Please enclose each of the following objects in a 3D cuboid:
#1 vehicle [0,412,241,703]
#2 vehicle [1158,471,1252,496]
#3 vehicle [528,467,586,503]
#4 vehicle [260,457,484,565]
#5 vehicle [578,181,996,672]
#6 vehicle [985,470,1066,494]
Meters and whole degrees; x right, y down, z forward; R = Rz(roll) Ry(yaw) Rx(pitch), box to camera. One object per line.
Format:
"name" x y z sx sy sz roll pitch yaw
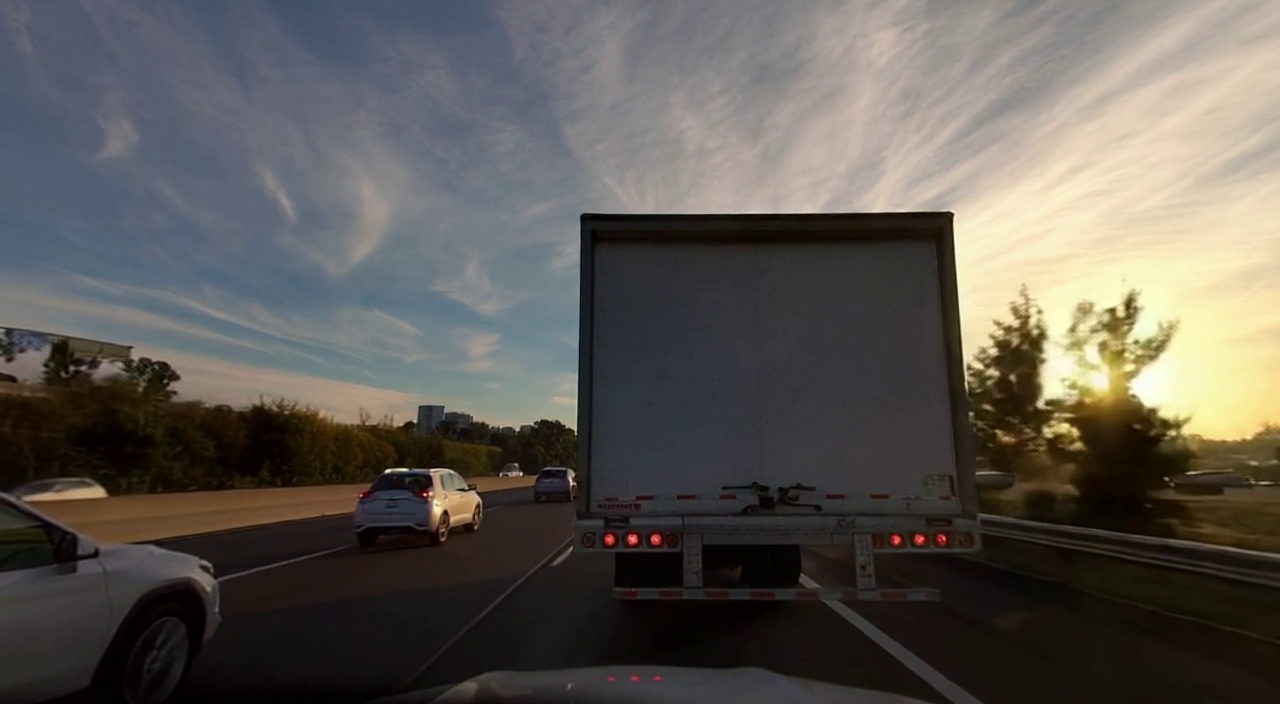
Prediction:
"vehicle" -3.467 0.802 1.423 1.983 1.509 4.679 0 -11 1
"vehicle" 35.409 8.233 39.581 3.974 1.485 1.709 -1 -11 8
"vehicle" -3.678 5.999 28.711 1.964 1.482 4.371 0 -11 1
"vehicle" -4.292 2.637 11.060 1.946 1.469 4.431 1 -11 0
"vehicle" 1.003 1.213 8.862 2.831 3.529 8.689 1 -11 0
"vehicle" 25.496 8.623 41.828 4.299 1.465 1.807 -4 -11 23
